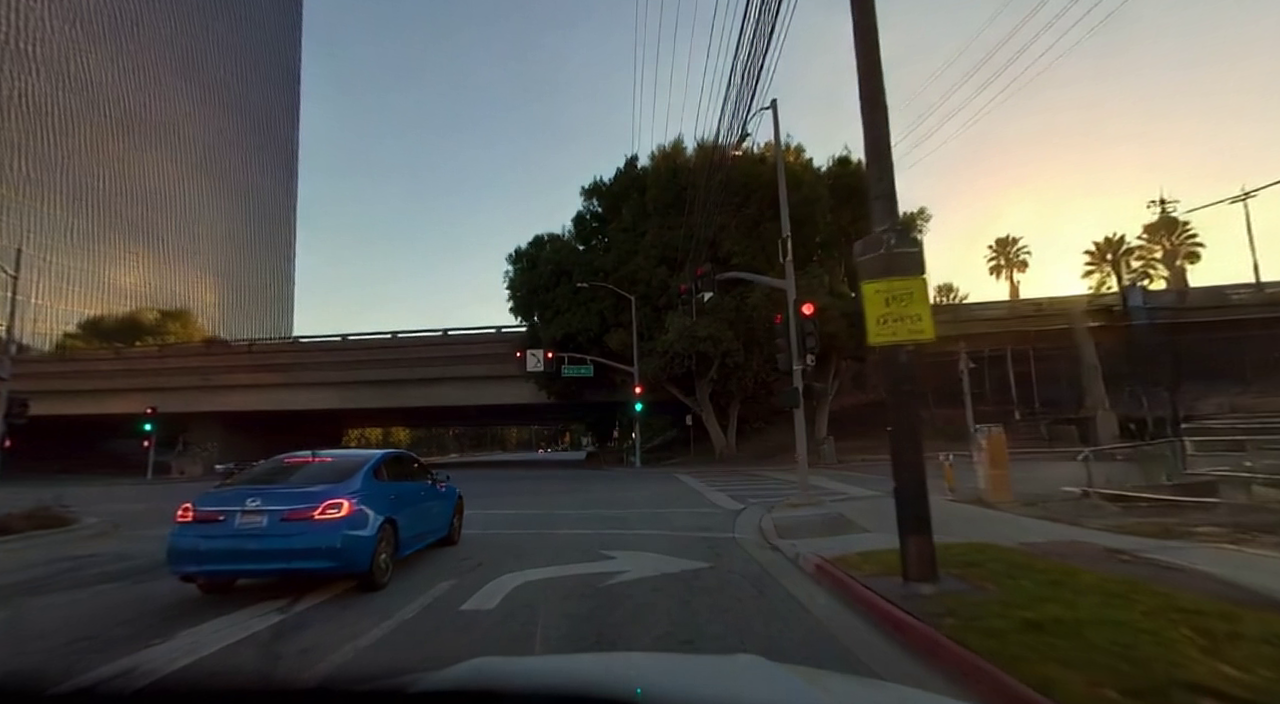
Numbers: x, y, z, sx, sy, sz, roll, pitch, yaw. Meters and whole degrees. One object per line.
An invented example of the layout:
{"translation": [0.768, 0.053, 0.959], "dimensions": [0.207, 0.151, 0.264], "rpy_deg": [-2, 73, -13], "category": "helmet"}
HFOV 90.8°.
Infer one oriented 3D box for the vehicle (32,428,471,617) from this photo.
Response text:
{"translation": [-3.670, 1.680, 7.285], "dimensions": [2.154, 1.465, 4.532], "rpy_deg": [0, -8, 0], "category": "vehicle"}
